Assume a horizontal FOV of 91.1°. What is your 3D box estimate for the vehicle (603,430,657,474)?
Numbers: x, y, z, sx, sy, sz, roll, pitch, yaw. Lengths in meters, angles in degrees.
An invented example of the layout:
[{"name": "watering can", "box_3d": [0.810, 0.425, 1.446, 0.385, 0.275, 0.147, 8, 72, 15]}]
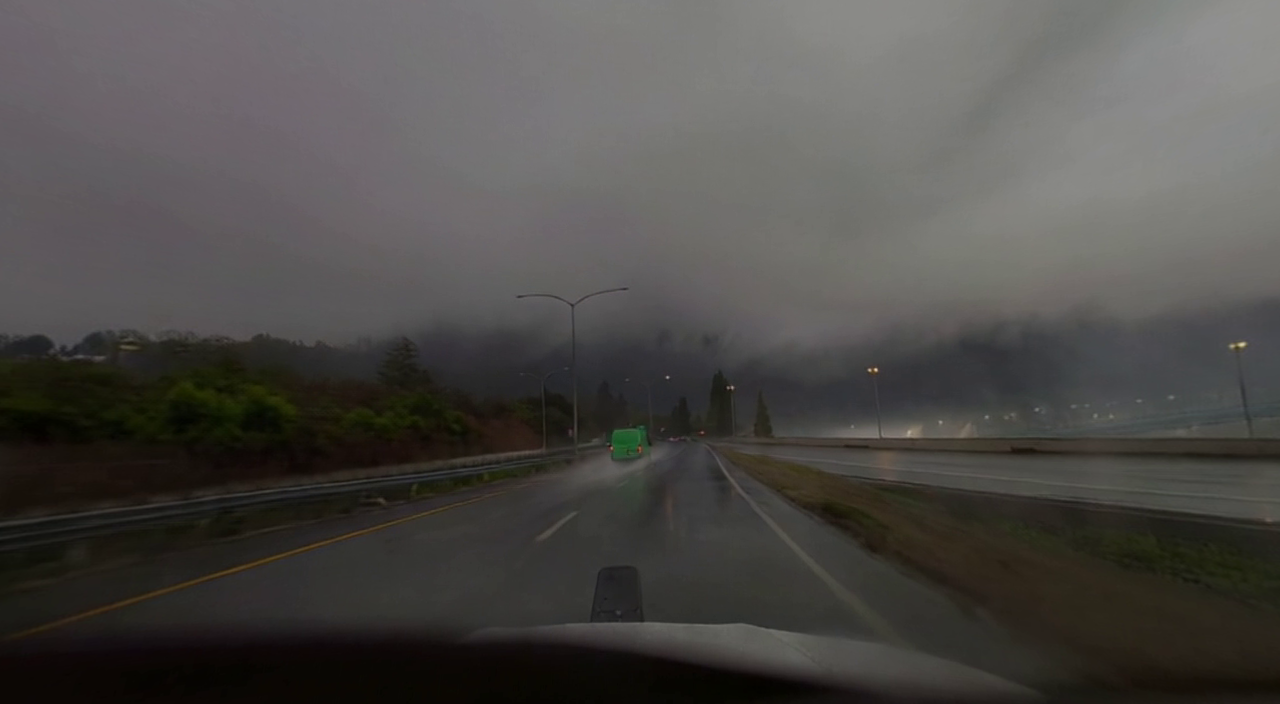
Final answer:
[{"name": "vehicle", "box_3d": [-0.424, 5.077, 32.090, 2.270, 2.023, 4.632, -1, -9, 5]}]
